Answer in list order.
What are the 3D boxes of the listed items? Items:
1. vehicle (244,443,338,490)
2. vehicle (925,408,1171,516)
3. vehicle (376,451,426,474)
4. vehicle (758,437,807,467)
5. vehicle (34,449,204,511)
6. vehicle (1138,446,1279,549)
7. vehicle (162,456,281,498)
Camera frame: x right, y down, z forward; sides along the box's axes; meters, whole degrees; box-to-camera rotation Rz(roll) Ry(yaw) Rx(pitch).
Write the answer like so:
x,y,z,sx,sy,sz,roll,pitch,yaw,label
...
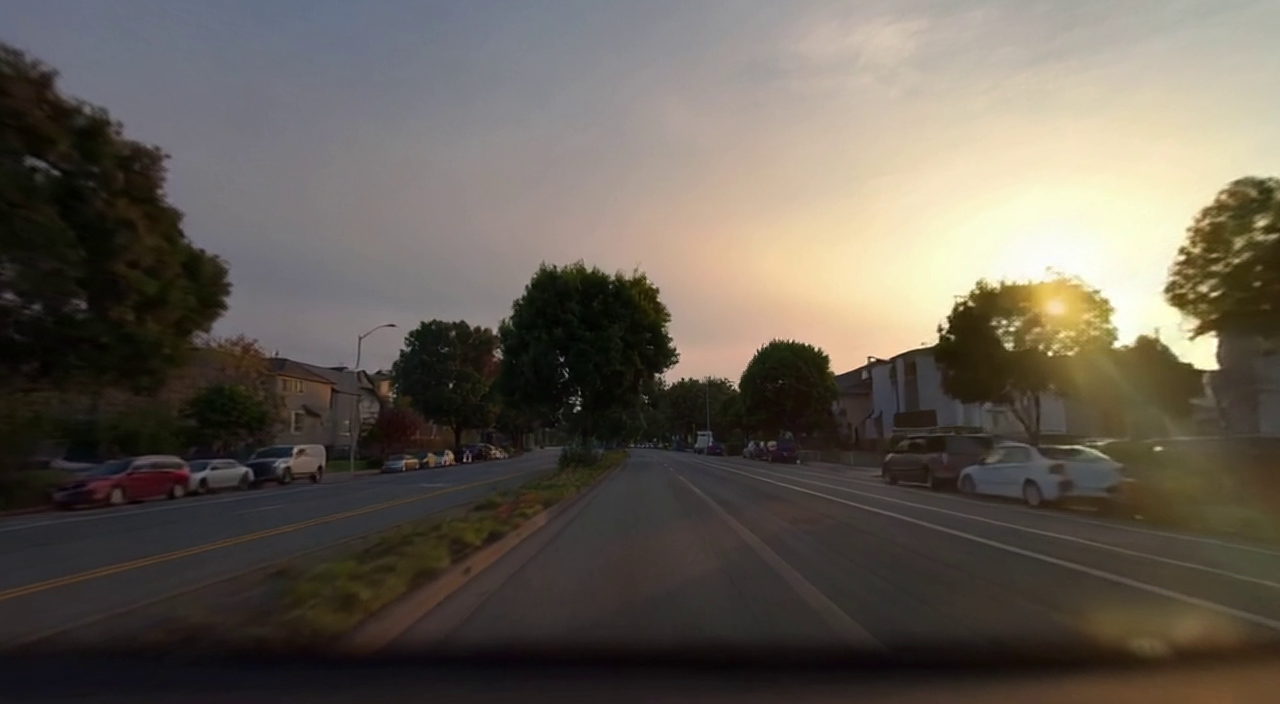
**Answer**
x,y,z,sx,sy,sz,roll,pitch,yaw,label
-16.974,5.536,30.972,2.046,1.945,4.688,-1,-7,-2,vehicle
9.599,2.668,15.723,2.115,2.151,5.826,1,-9,-1,vehicle
-16.905,7.825,44.802,1.891,1.474,4.437,-1,-8,-2,vehicle
10.112,7.155,45.169,2.091,1.962,5.091,1,-9,-2,vehicle
-17.084,4.168,21.057,1.913,1.744,4.478,0,-8,-2,vehicle
9.837,2.054,8.967,1.841,1.424,4.437,0,-9,0,vehicle
-16.946,5.041,25.851,1.740,1.442,4.678,-1,-8,-1,vehicle
